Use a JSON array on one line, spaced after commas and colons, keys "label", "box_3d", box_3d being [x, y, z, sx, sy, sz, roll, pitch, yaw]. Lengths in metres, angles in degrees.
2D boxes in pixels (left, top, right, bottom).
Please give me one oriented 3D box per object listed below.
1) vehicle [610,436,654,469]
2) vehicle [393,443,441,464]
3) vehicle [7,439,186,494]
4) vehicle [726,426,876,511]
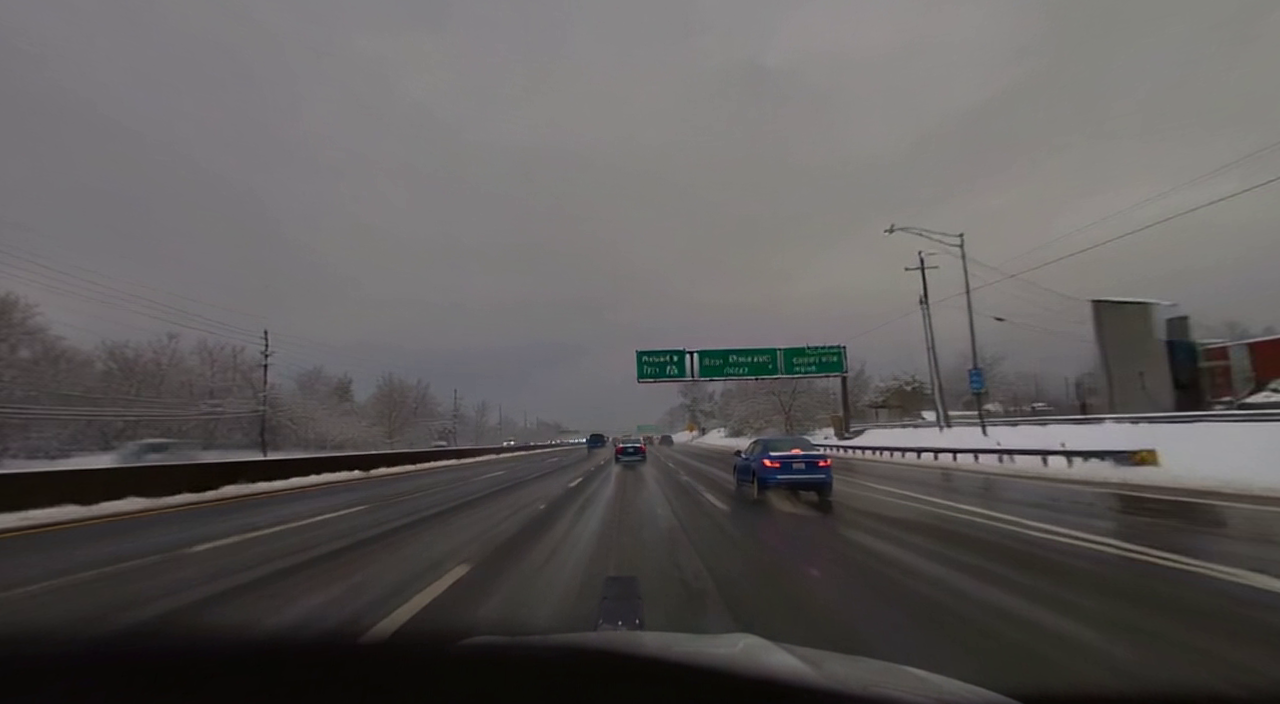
[{"label": "vehicle", "box_3d": [-0.405, 4.879, 30.660, 2.019, 1.472, 3.971, 0, -8, -1]}, {"label": "vehicle", "box_3d": [-16.949, 7.705, 48.044, 1.912, 1.492, 4.608, 0, -8, 0]}, {"label": "vehicle", "box_3d": [-16.657, 3.498, 19.647, 1.794, 1.492, 4.245, 0, -8, -1]}, {"label": "vehicle", "box_3d": [3.272, 2.472, 13.867, 1.995, 1.533, 4.463, 0, -8, -2]}]
